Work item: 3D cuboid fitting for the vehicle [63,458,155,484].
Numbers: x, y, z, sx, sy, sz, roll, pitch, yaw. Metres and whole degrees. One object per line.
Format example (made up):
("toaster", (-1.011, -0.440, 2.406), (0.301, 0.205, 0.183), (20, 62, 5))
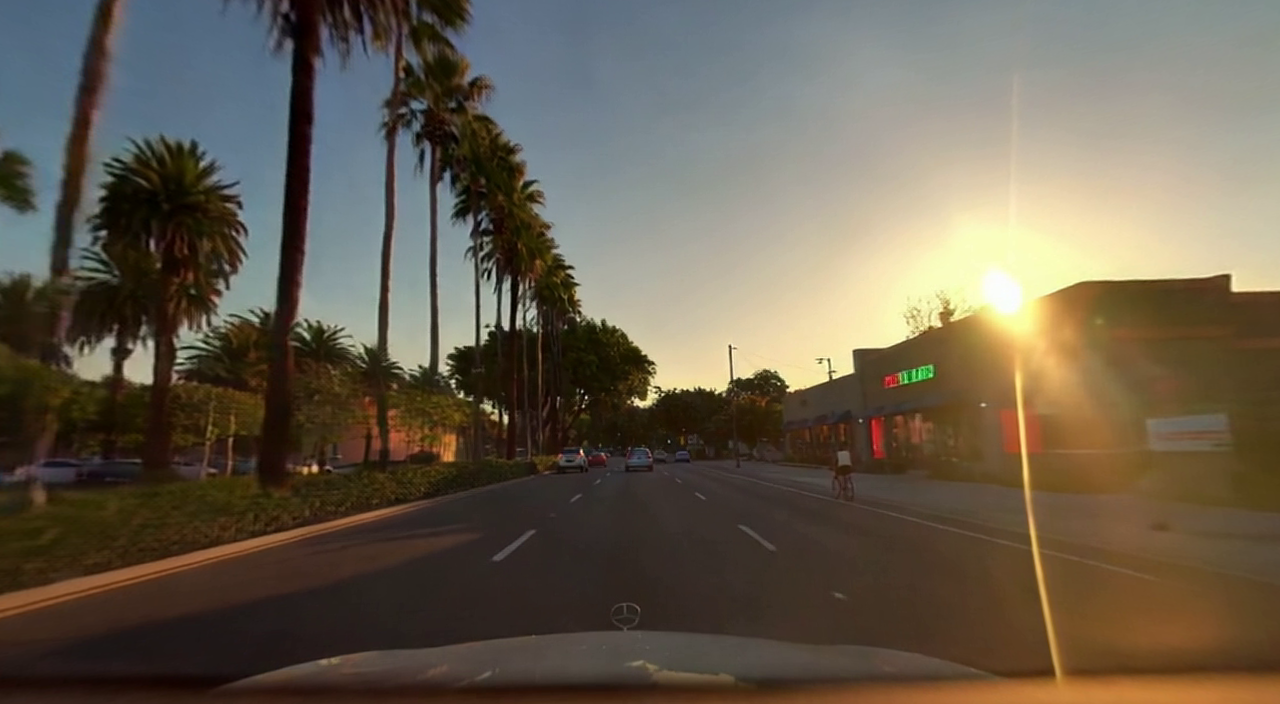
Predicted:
("vehicle", (-35.179, 7.876, 41.943), (4.274, 1.625, 2.070), (-1, -9, 2))

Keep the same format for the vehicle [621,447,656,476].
("vehicle", (-0.120, 6.694, 38.928), (2.102, 1.653, 3.698), (0, -9, -1))

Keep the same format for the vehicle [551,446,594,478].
("vehicle", (-3.946, 6.501, 37.644), (2.071, 1.744, 4.500), (0, -9, 1))

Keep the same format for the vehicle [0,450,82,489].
("vehicle", (-34.470, 6.523, 34.868), (5.109, 2.014, 2.269), (-2, -10, 2))
